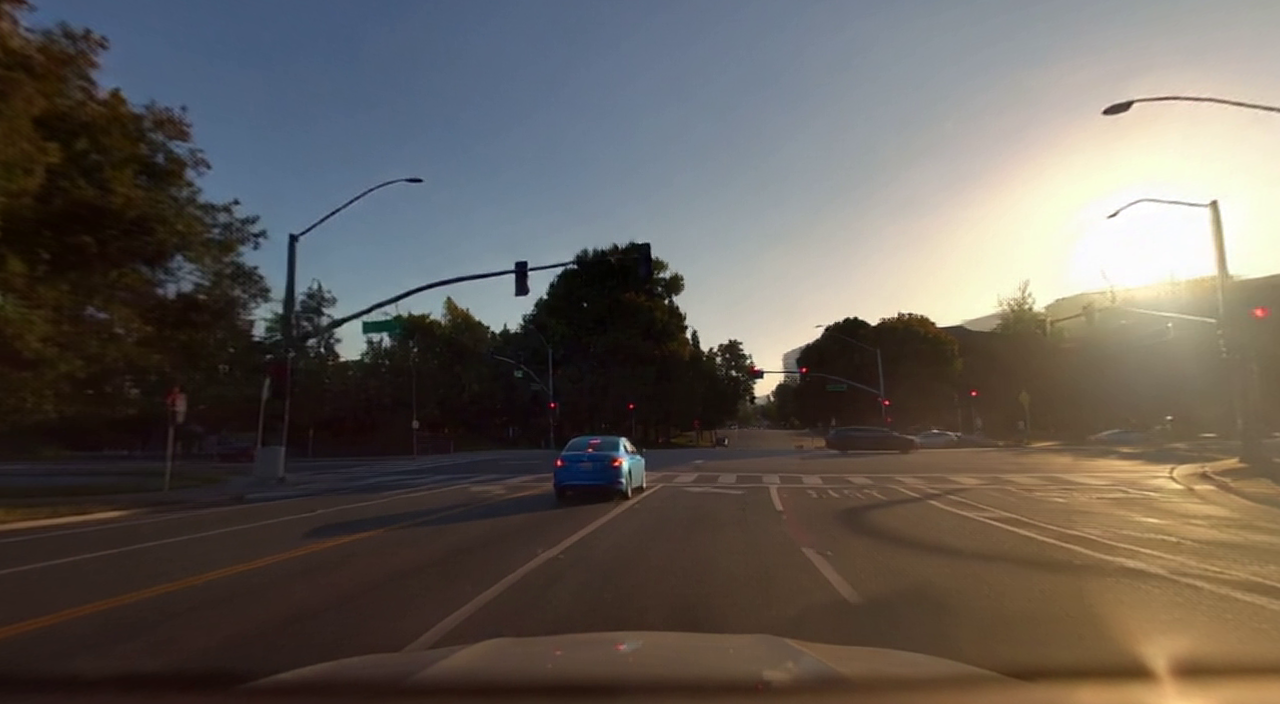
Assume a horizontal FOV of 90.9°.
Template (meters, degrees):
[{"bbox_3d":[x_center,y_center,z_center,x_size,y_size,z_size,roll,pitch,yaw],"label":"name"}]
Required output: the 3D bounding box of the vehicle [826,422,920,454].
[{"bbox_3d":[12.287,4.593,33.528,4.406,1.661,1.857,-2,-9,14],"label":"vehicle"}]

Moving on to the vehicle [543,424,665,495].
[{"bbox_3d":[-0.758,2.723,16.269,2.055,1.573,4.065,-2,-9,13],"label":"vehicle"}]

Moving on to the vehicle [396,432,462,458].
[{"bbox_3d":[-14.474,6.383,43.384,3.952,1.568,1.788,-4,-7,12],"label":"vehicle"}]
